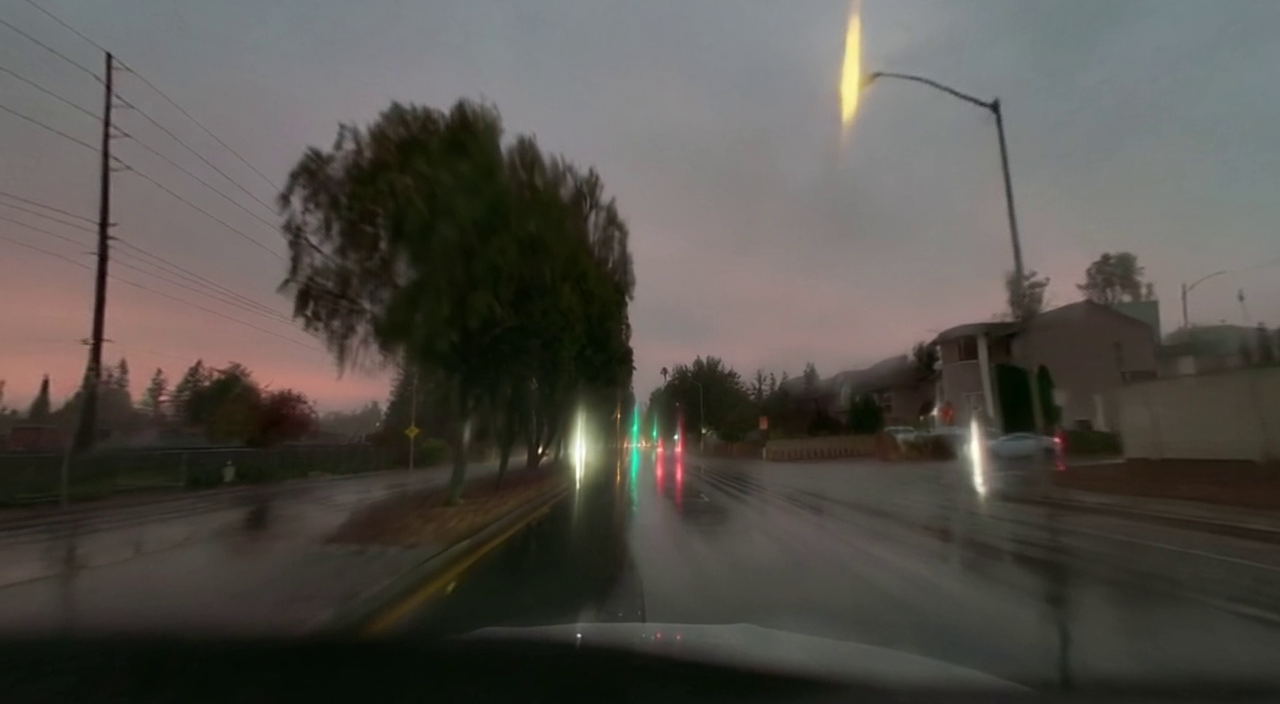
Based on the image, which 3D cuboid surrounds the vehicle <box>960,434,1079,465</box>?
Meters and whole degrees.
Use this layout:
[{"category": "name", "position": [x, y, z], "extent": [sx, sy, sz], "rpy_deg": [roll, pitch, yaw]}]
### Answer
[{"category": "vehicle", "position": [18.827, 4.854, 31.477], "extent": [4.536, 1.453, 2.128], "rpy_deg": [0, -8, -1]}]
